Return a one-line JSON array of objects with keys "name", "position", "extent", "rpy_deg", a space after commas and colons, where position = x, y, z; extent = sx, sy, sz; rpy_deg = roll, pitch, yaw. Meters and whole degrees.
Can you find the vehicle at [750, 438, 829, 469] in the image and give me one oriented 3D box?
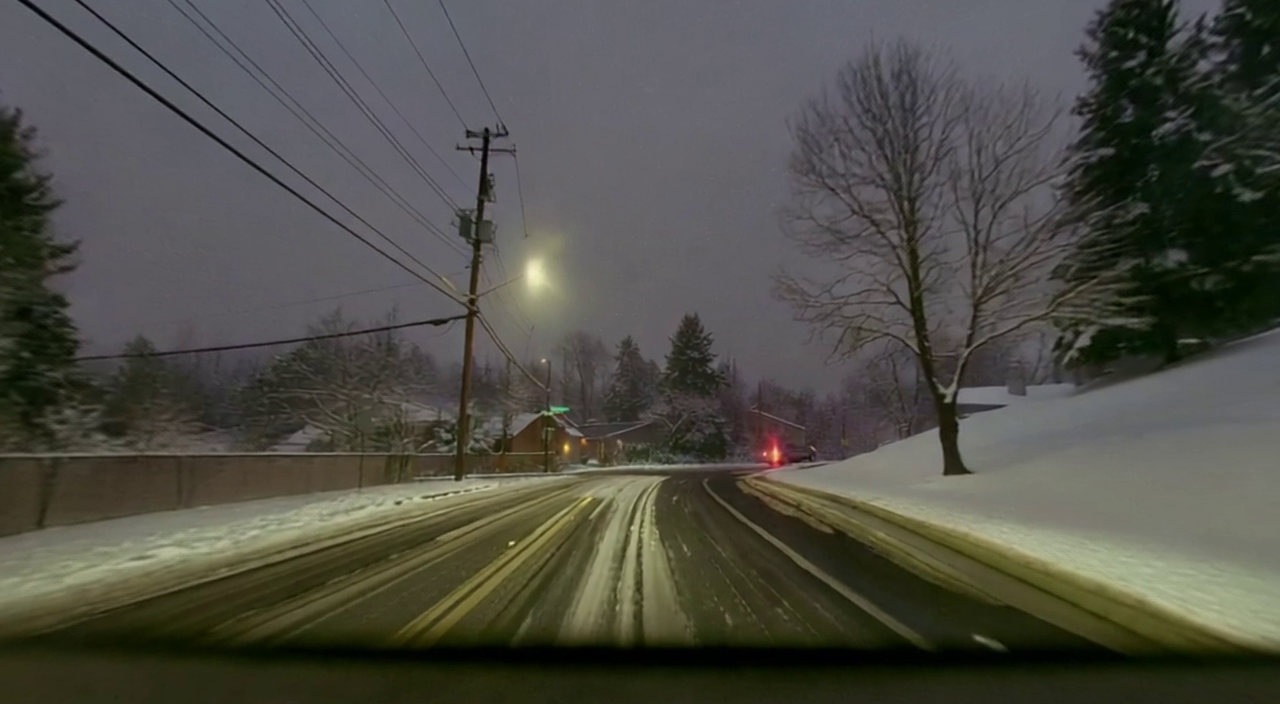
[{"name": "vehicle", "position": [9.098, 6.139, 38.286], "extent": [4.810, 1.732, 2.176], "rpy_deg": [7, -11, -39]}]
